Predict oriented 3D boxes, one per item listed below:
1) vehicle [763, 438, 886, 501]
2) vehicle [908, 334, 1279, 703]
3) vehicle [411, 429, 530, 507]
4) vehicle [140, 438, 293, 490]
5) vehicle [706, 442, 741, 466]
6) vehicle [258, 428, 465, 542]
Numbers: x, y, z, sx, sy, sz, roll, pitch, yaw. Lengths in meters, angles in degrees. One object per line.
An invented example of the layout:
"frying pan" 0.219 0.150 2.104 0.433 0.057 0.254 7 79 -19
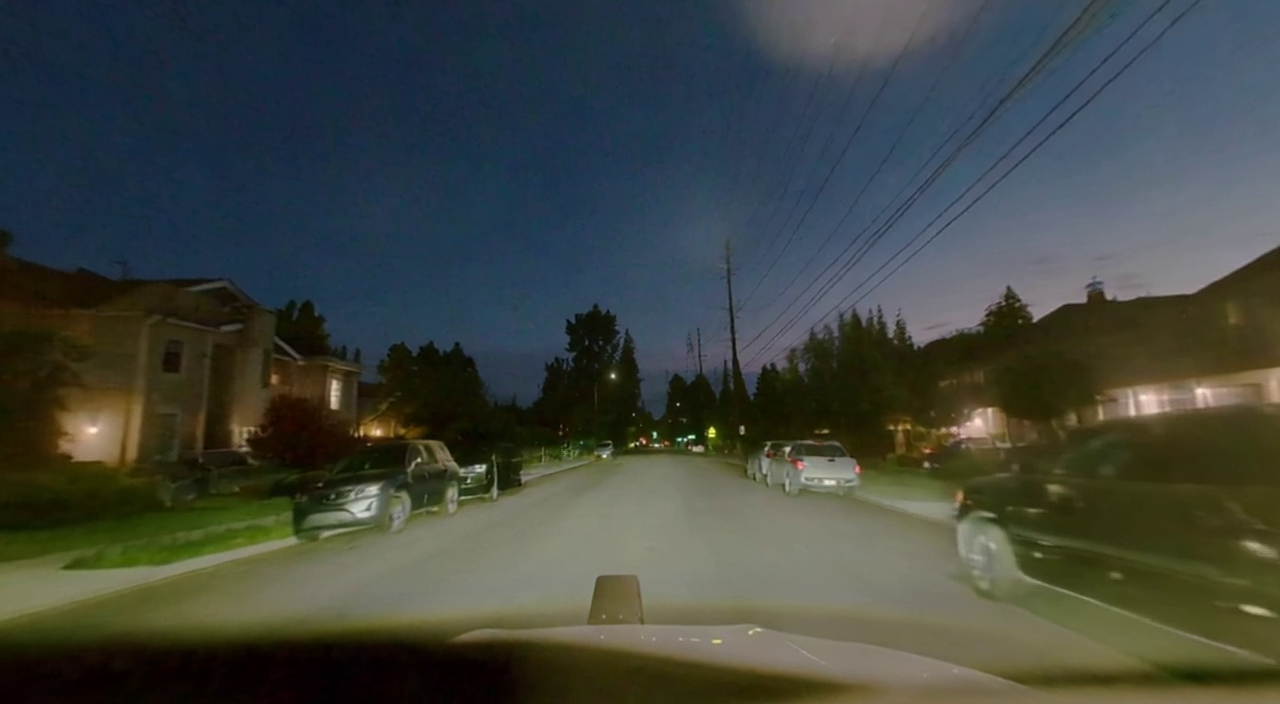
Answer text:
"vehicle" 4.941 3.204 17.792 2.090 1.489 4.952 -1 -8 2
"vehicle" 3.852 0.986 3.808 2.122 1.809 5.421 -1 -8 1
"vehicle" -4.875 3.410 18.866 2.156 1.859 4.573 -4 -9 1
"vehicle" -17.720 4.670 26.654 4.832 2.033 2.045 0 -8 -5
"vehicle" 5.744 7.080 44.013 1.906 1.503 4.498 -1 -8 2
"vehicle" -5.332 2.595 12.875 2.118 1.753 4.377 -5 -9 2
